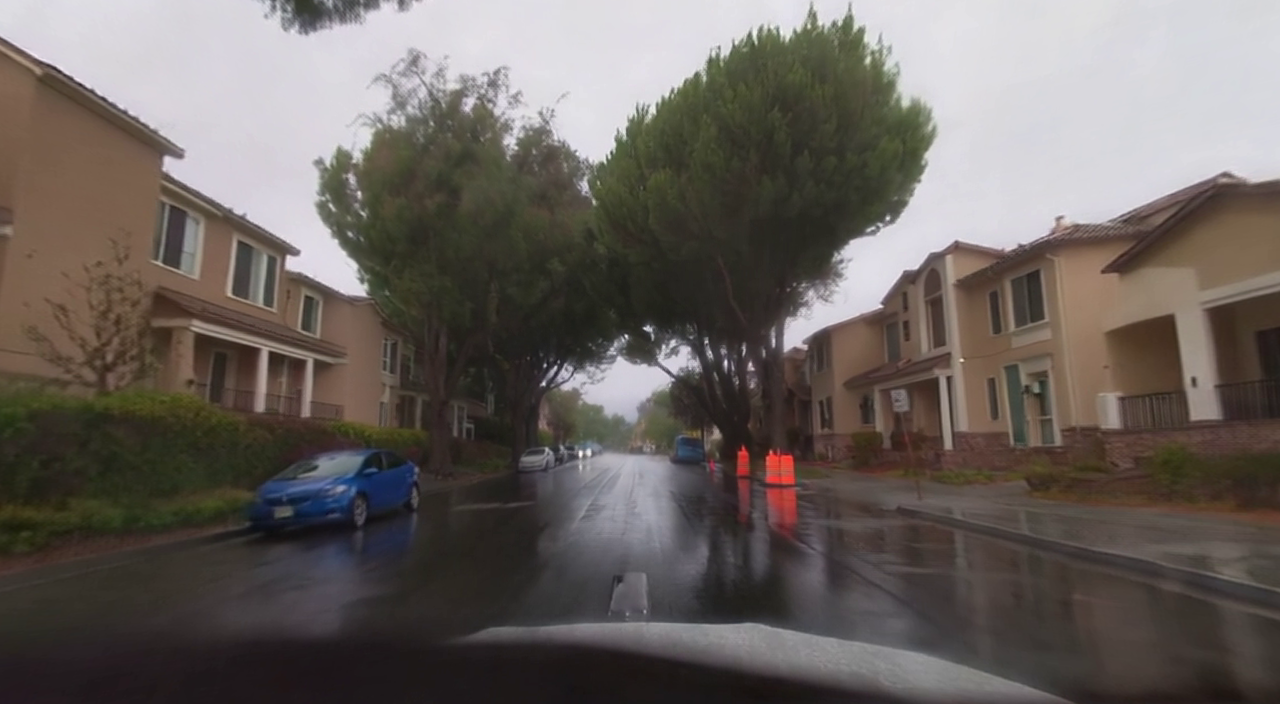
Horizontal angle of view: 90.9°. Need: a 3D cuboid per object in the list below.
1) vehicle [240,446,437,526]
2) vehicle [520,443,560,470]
[{"bbox_3d":[-6.486,2.898,14.299,2.137,1.481,4.503,-1,-8,2],"label":"vehicle"},{"bbox_3d":[-6.540,6.870,41.621,1.957,1.608,4.476,0,-8,-1],"label":"vehicle"}]
